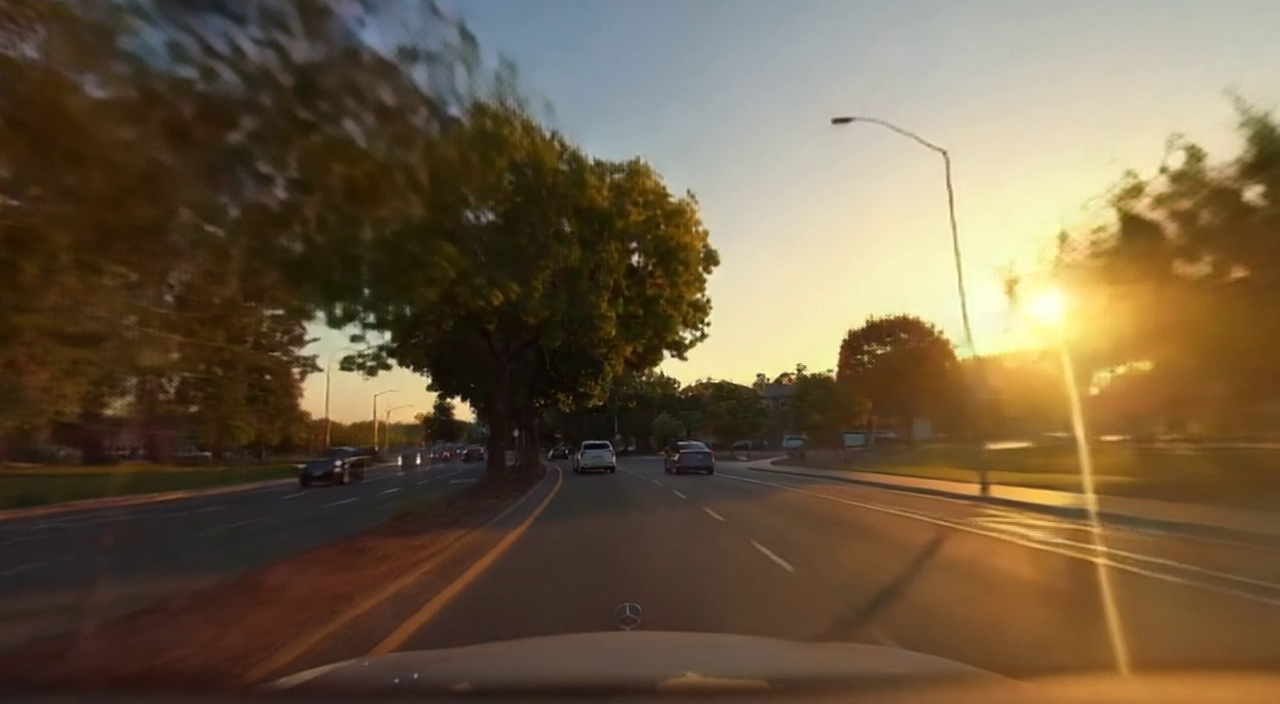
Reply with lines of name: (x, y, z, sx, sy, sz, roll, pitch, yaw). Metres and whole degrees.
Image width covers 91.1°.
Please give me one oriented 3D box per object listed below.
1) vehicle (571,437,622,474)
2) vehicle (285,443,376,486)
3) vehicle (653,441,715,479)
vehicle: (-2.346, 5.389, 32.766, 2.165, 1.783, 4.391, 2, -9, -10)
vehicle: (-14.579, 5.289, 29.946, 2.162, 1.848, 5.214, 1, -9, -7)
vehicle: (1.839, 4.747, 27.886, 1.915, 1.495, 4.880, 1, -9, -6)
